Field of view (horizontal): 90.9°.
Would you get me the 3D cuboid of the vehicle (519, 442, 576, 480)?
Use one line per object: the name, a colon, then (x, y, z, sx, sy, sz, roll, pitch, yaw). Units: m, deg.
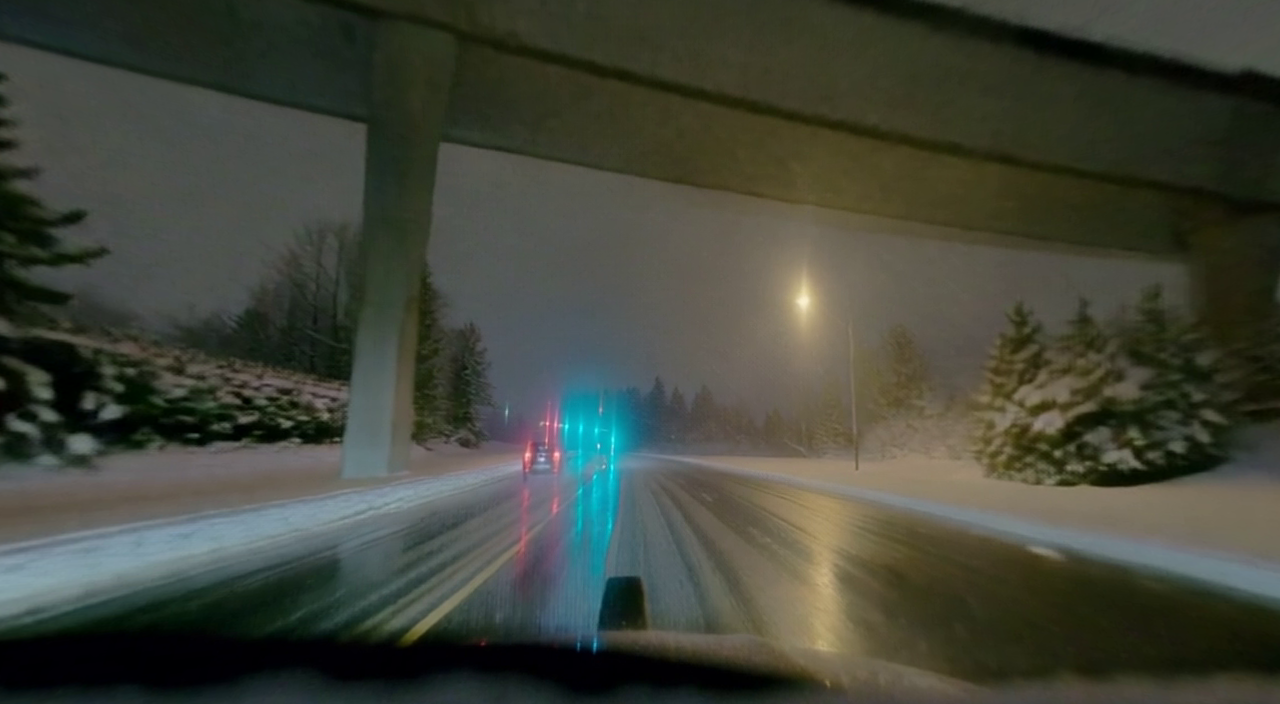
vehicle: (-3.943, 4.715, 27.617, 1.968, 1.503, 4.443, 0, -8, -1)
